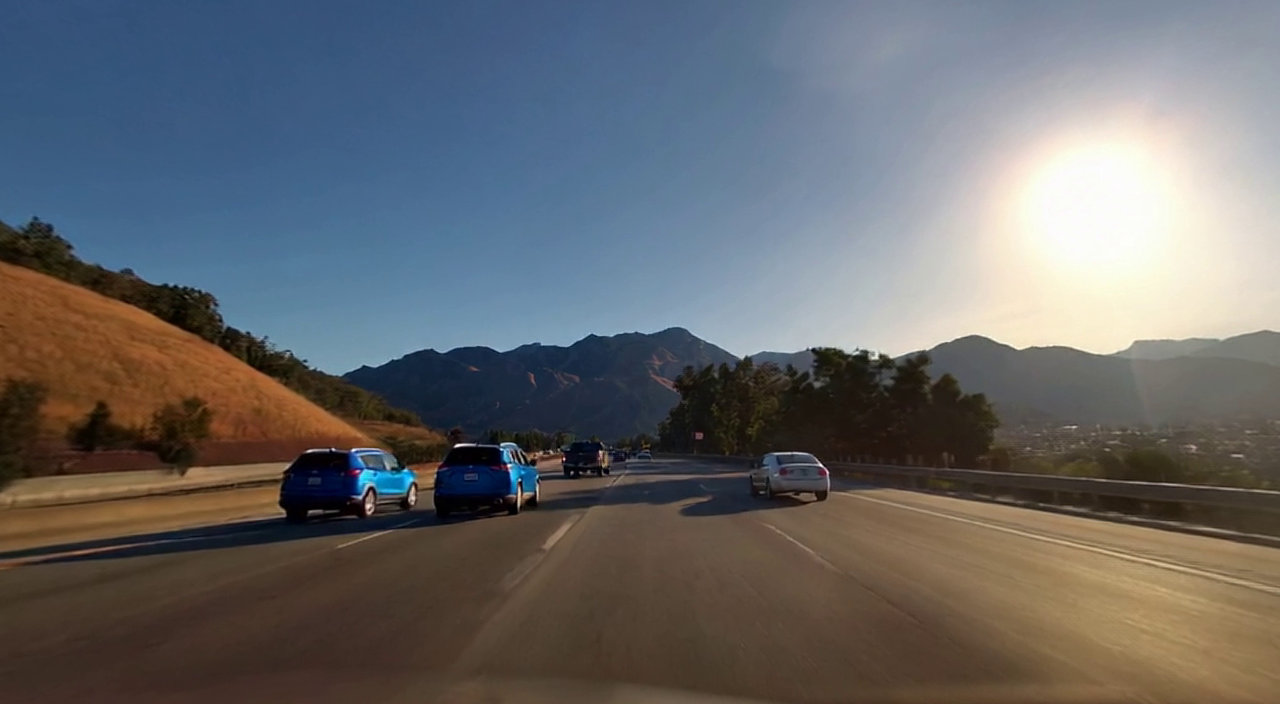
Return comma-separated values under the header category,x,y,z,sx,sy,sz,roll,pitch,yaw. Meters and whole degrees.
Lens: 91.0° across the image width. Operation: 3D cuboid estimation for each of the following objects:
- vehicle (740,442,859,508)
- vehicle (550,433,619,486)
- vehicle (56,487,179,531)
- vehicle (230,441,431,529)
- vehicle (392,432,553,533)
category,x,y,z,sx,sy,sz,roll,pitch,yaw
vehicle,4.201,3.321,17.478,2.071,1.570,4.637,0,-9,0
vehicle,-2.388,4.860,28.805,2.494,2.136,5.539,0,-9,2
vehicle,-24.423,7.337,29.685,1.835,1.544,4.610,0,-8,0
vehicle,-6.588,2.860,14.194,2.084,1.639,4.648,0,-9,1
vehicle,-3.206,2.592,13.085,2.080,1.716,4.207,0,-9,2
